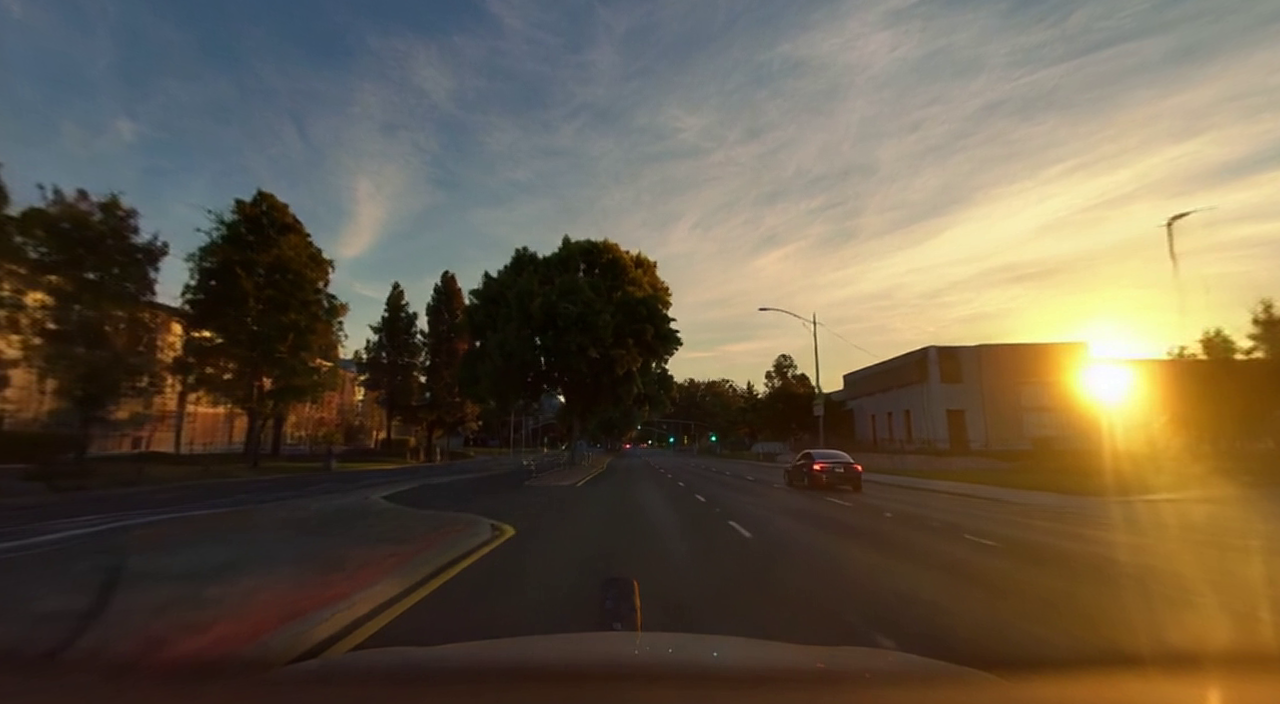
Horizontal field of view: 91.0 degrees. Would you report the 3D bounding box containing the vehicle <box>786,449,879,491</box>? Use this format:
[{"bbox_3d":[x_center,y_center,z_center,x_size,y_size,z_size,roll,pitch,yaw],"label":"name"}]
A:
[{"bbox_3d":[7.272,4.470,24.270,2.054,1.421,4.487,0,-9,-2],"label":"vehicle"}]
